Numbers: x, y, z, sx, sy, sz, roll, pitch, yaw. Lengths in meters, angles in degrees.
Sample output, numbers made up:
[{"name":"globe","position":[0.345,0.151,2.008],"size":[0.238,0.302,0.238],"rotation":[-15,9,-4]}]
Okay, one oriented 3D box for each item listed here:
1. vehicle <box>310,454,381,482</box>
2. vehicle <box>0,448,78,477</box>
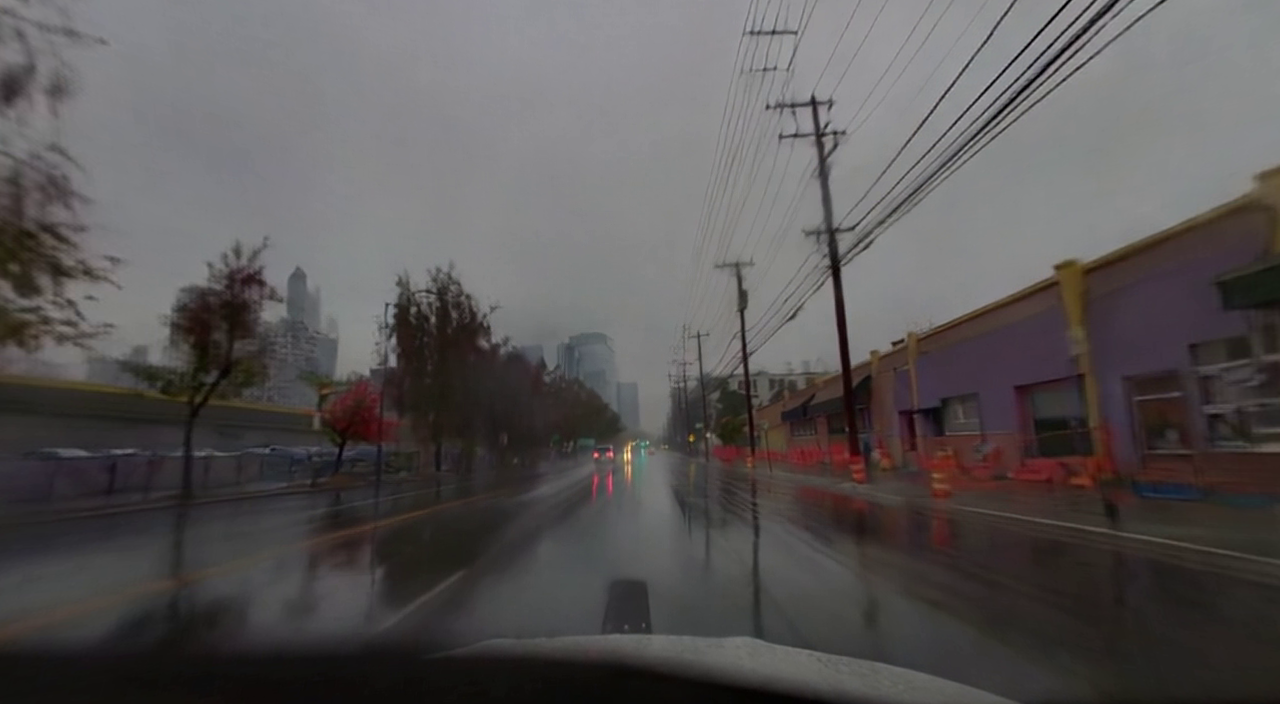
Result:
[{"name":"vehicle","position":[-17.086,6.720,36.877],"size":[1.995,1.460,4.802],"rotation":[0,-9,-2]},{"name":"vehicle","position":[-39.905,7.186,41.117],"size":[4.290,1.788,2.165],"rotation":[-1,-9,-1]}]
